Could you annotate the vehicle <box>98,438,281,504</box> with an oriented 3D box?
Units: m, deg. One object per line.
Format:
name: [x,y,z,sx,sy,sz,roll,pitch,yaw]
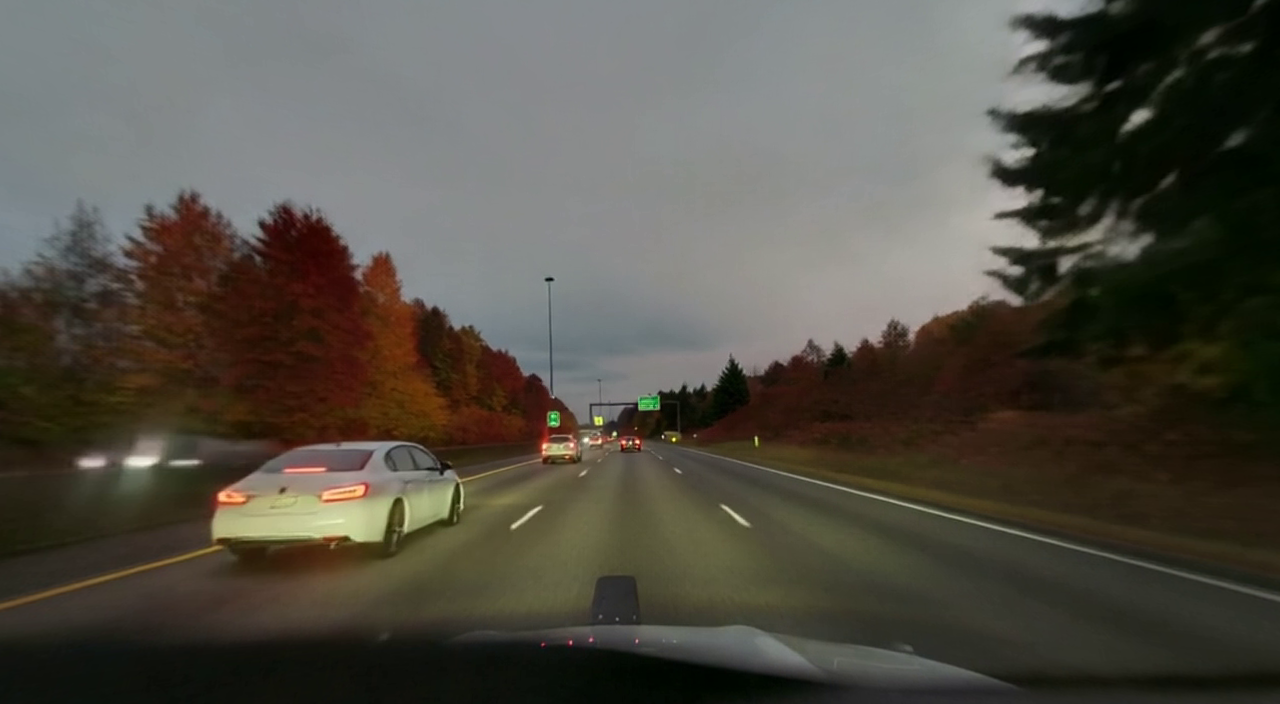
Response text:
vehicle: [-11.970,3.131,17.148,1.903,1.544,4.199,0,-8,-1]

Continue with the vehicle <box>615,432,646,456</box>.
vehicle: [-0.659,6.444,44.163,2.054,1.609,3.859,0,-8,0]

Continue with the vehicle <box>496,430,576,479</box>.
vehicle: [-3.461,3.527,21.904,1.989,1.497,4.645,0,-8,0]
